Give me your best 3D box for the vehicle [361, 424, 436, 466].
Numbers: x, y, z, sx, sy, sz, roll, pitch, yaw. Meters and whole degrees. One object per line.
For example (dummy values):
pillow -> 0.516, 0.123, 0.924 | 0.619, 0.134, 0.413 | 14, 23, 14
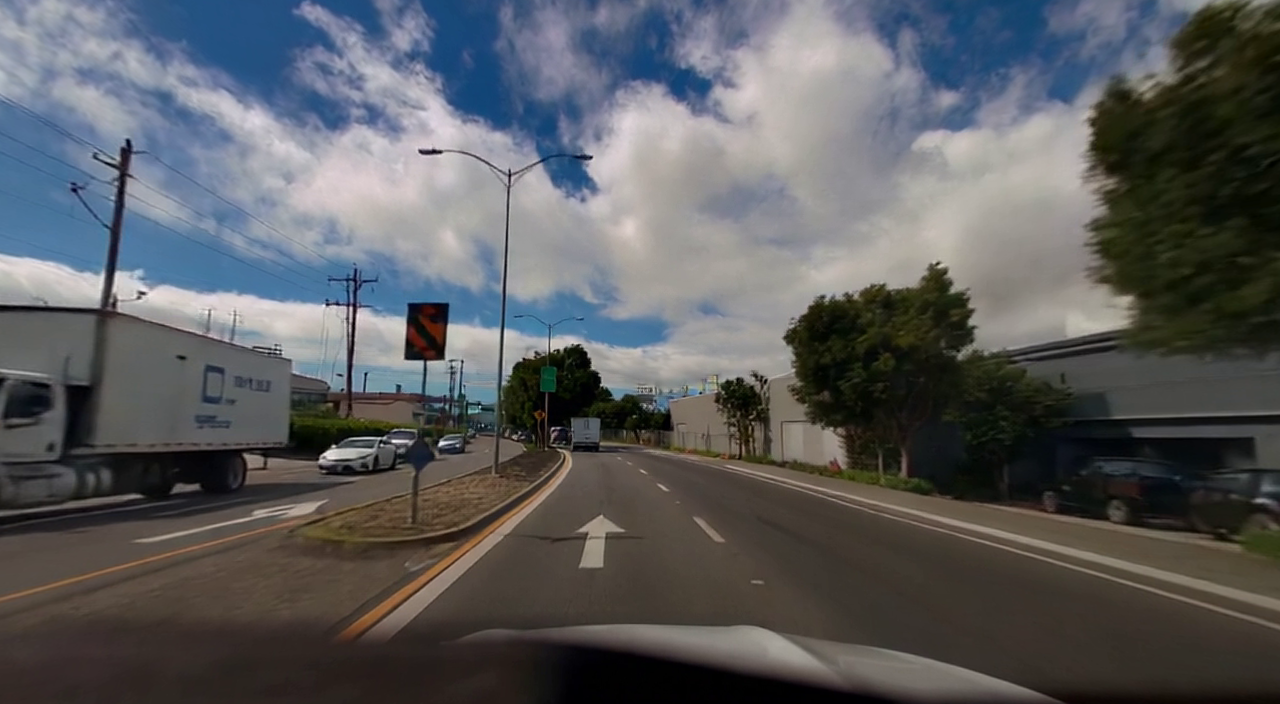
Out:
vehicle -> -12.021, 4.658, 31.746 | 2.198, 1.916, 5.296 | 1, -8, -6

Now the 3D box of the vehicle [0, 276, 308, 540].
vehicle -> -10.520, 1.342, 12.719 | 3.012, 3.547, 9.604 | 1, -8, -4

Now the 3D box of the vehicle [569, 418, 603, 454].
vehicle -> -4.304, 6.636, 49.746 | 2.276, 2.706, 5.232 | 1, -8, -9

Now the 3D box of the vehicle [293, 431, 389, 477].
vehicle -> -11.220, 3.837, 23.998 | 1.926, 1.610, 4.079 | 1, -8, -5

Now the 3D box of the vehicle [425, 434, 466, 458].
vehicle -> -13.399, 6.468, 43.509 | 1.897, 1.515, 3.986 | 1, -8, -6

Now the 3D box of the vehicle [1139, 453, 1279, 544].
vehicle -> 12.313, 2.752, 11.665 | 4.495, 1.476, 1.773 | 2, -8, 6
